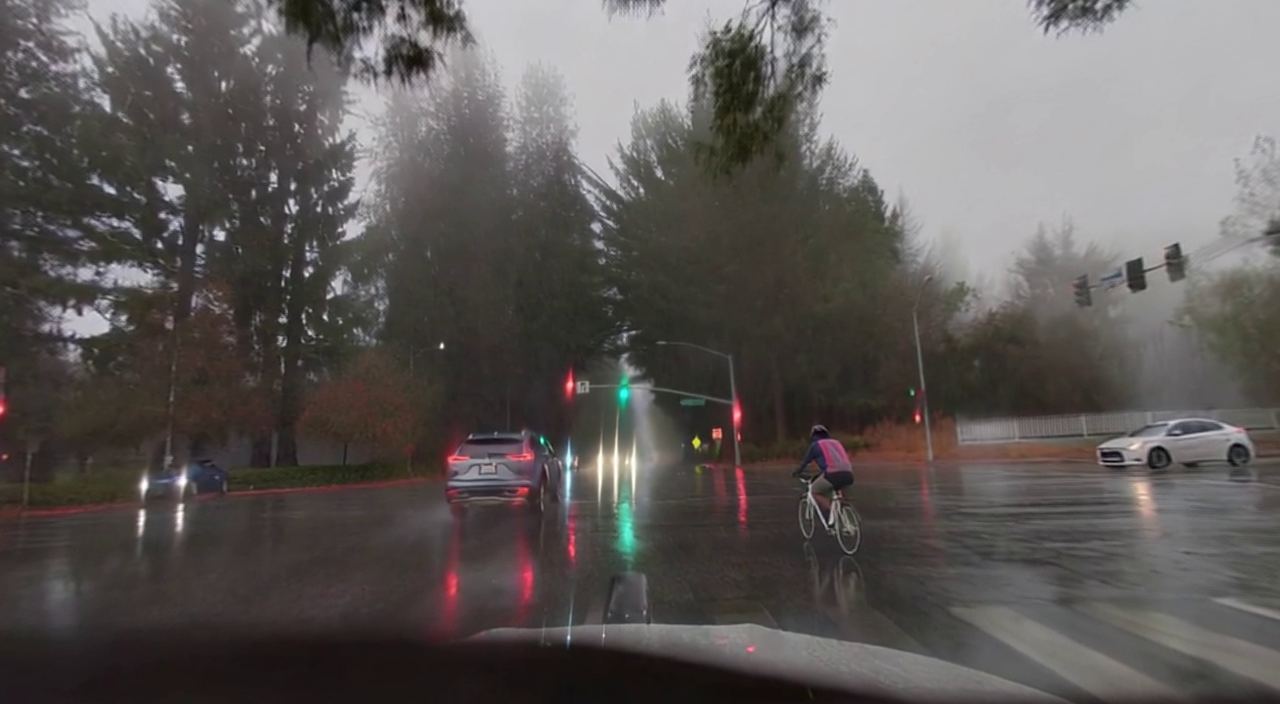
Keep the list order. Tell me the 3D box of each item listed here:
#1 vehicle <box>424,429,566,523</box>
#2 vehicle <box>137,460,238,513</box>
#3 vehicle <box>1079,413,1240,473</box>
[{"bbox_3d":[-3.001,2.689,14.254,2.049,1.756,4.602,0,-9,1],"label":"vehicle"},{"bbox_3d":[-15.032,4.411,21.215,2.171,1.474,4.513,5,-10,-29],"label":"vehicle"},{"bbox_3d":[18.928,3.327,23.085,4.237,1.948,1.997,-1,-9,-8],"label":"vehicle"}]
